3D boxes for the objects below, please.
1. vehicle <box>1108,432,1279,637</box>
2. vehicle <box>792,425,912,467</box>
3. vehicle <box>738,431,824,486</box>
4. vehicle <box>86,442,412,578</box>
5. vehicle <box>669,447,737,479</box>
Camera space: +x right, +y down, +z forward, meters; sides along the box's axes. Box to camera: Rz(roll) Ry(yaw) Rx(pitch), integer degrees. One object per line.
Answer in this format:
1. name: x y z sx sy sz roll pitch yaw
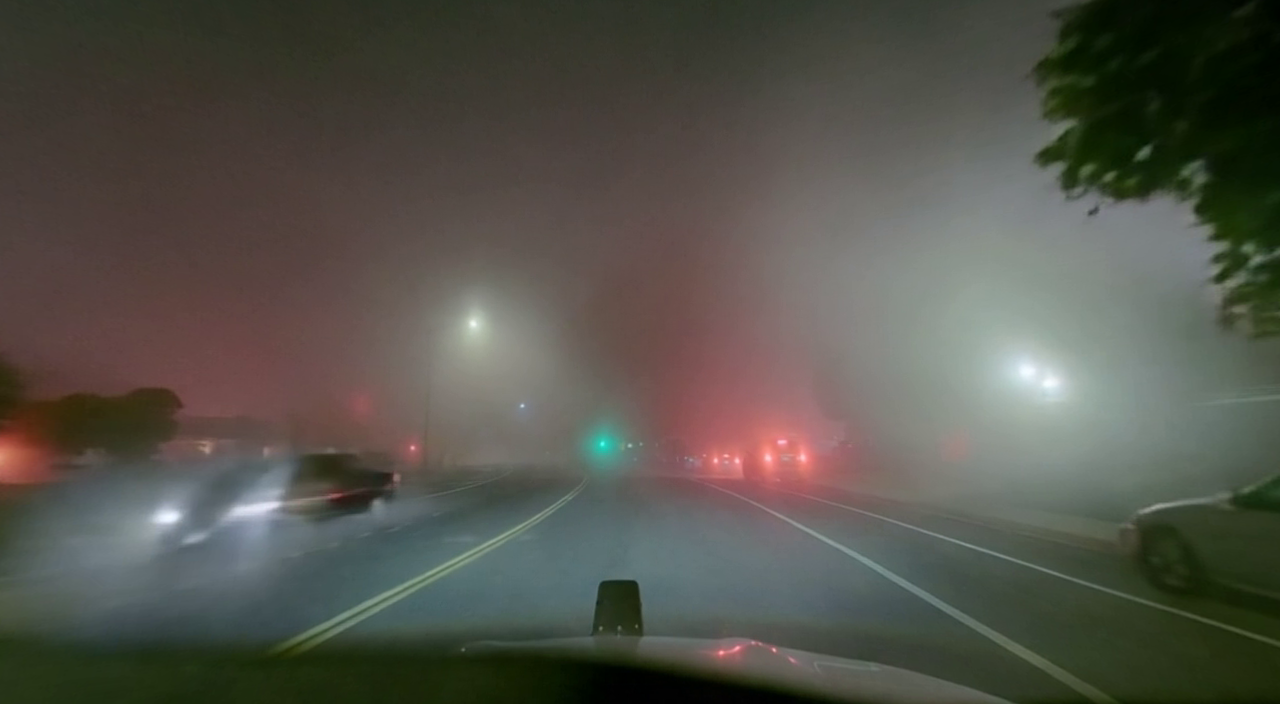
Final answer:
1. vehicle: 5.905 1.333 4.430 2.080 1.543 4.294 -1 -8 3
2. vehicle: 13.436 6.079 40.487 6.635 2.414 2.896 -1 -13 4
3. vehicle: 5.976 4.588 27.547 2.305 2.111 4.965 0 -8 -4
4. vehicle: -5.378 2.169 9.578 2.058 1.551 4.247 -1 -8 3
5. vehicle: 3.610 6.509 37.382 2.713 1.671 4.939 1 -8 -11
